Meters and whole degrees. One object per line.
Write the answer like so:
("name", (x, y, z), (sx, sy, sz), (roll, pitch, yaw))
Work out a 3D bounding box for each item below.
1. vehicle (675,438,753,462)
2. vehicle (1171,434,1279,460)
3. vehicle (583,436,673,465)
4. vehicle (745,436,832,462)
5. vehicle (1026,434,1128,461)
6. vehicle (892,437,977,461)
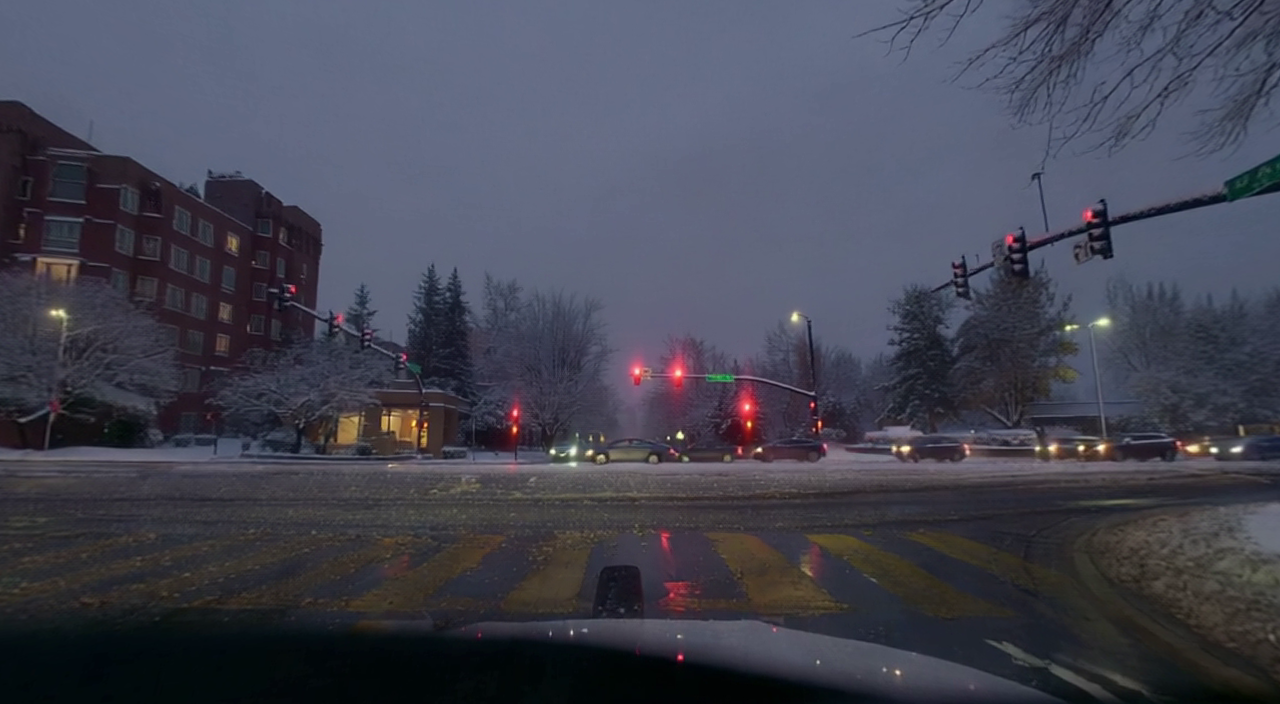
("vehicle", (4.634, 6.208, 40.175), (4.759, 1.445, 1.865), (0, -9, 0))
("vehicle", (34.087, 5.519, 36.713), (4.724, 1.452, 1.870), (0, -9, 0))
("vehicle", (-0.619, 5.179, 33.174), (4.629, 1.423, 1.833), (0, -9, 0))
("vehicle", (8.627, 5.670, 36.920), (4.631, 1.435, 1.715), (0, -9, -1))
("vehicle", (25.262, 5.520, 36.612), (4.519, 1.476, 1.767), (0, -9, 1))
("vehicle", (18.626, 6.139, 40.068), (4.443, 1.472, 1.794), (0, -9, 1))
